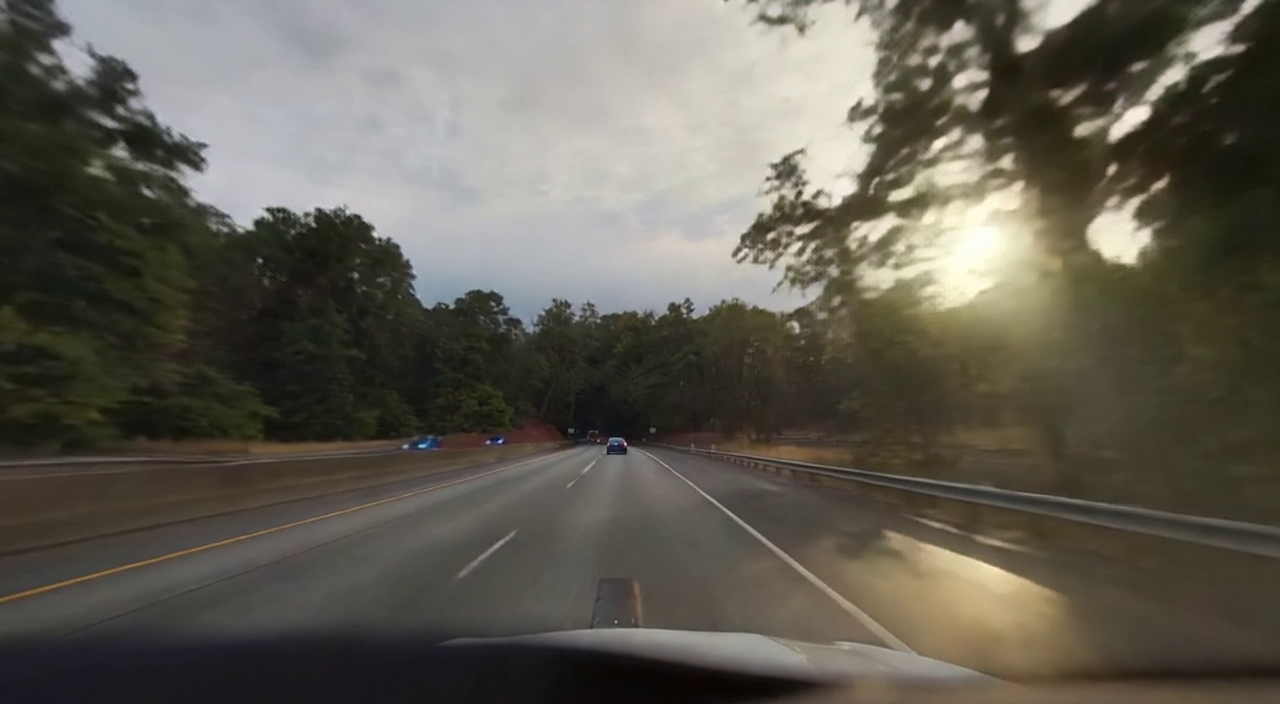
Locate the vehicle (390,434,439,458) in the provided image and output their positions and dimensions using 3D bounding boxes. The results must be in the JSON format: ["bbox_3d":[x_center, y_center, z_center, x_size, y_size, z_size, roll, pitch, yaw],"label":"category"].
[{"bbox_3d":[-16.016,6.684,44.864,1.989,1.617,4.293,-1,-8,-2],"label":"vehicle"}]
